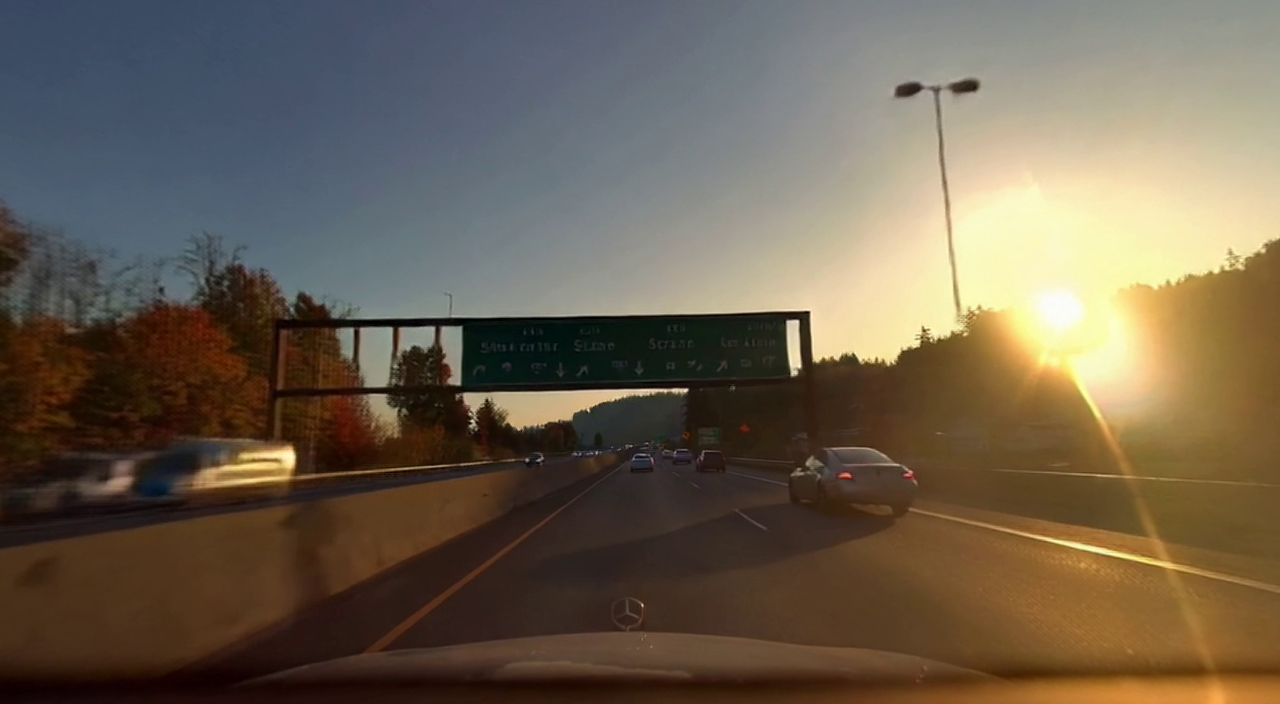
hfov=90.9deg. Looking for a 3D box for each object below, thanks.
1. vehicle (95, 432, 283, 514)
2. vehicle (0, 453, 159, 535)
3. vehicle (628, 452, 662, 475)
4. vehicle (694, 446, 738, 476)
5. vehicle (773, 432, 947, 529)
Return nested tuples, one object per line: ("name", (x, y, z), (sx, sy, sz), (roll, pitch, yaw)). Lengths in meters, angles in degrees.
("vehicle", (-15.992, 4.305, 22.969), (2.507, 2.577, 5.744), (0, -9, 0))
("vehicle", (-15.905, 3.673, 16.902), (2.024, 1.869, 4.992), (0, -9, 0))
("vehicle", (0.310, 6.913, 39.274), (2.012, 1.320, 3.777), (0, -9, 1))
("vehicle", (4.282, 6.221, 36.177), (1.935, 1.594, 3.981), (0, -9, -1))
("vehicle", (4.267, 2.571, 13.127), (1.969, 1.639, 4.472), (0, -9, 0))
